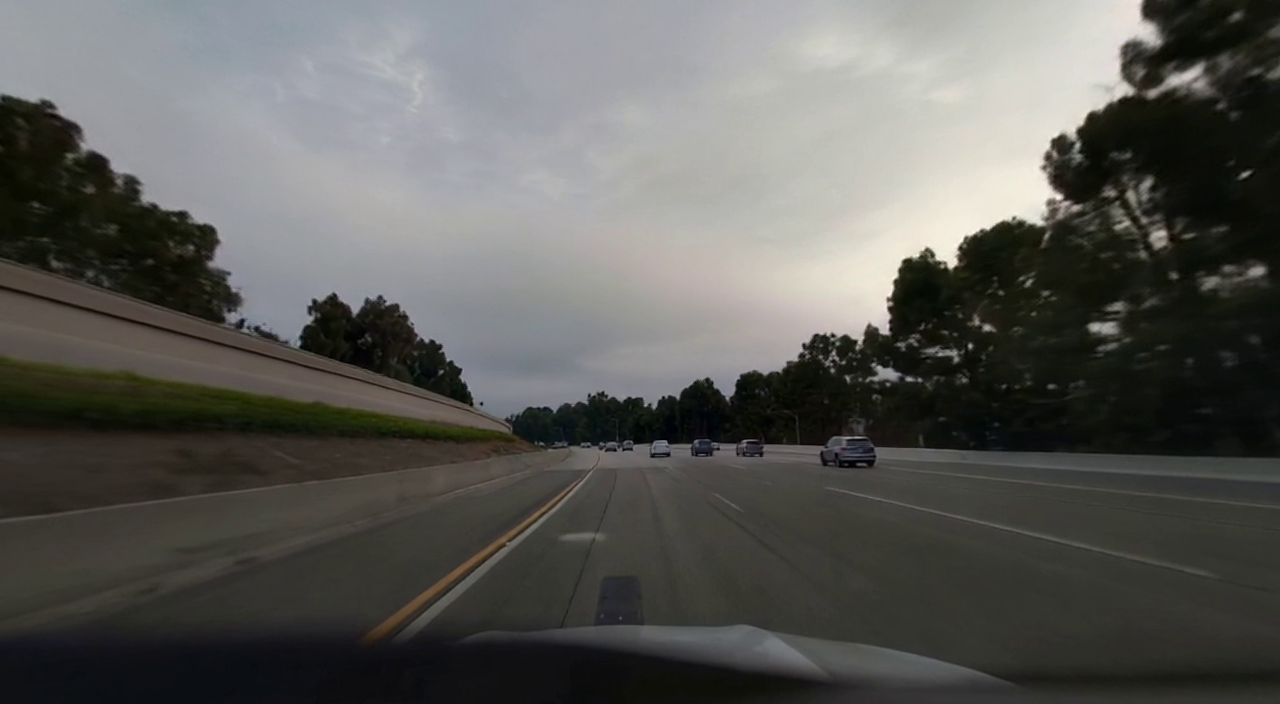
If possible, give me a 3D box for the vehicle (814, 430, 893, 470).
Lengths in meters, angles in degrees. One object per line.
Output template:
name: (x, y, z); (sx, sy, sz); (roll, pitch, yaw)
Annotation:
vehicle: (10.183, 4.746, 30.419); (2.077, 1.763, 4.472); (0, -9, -3)
